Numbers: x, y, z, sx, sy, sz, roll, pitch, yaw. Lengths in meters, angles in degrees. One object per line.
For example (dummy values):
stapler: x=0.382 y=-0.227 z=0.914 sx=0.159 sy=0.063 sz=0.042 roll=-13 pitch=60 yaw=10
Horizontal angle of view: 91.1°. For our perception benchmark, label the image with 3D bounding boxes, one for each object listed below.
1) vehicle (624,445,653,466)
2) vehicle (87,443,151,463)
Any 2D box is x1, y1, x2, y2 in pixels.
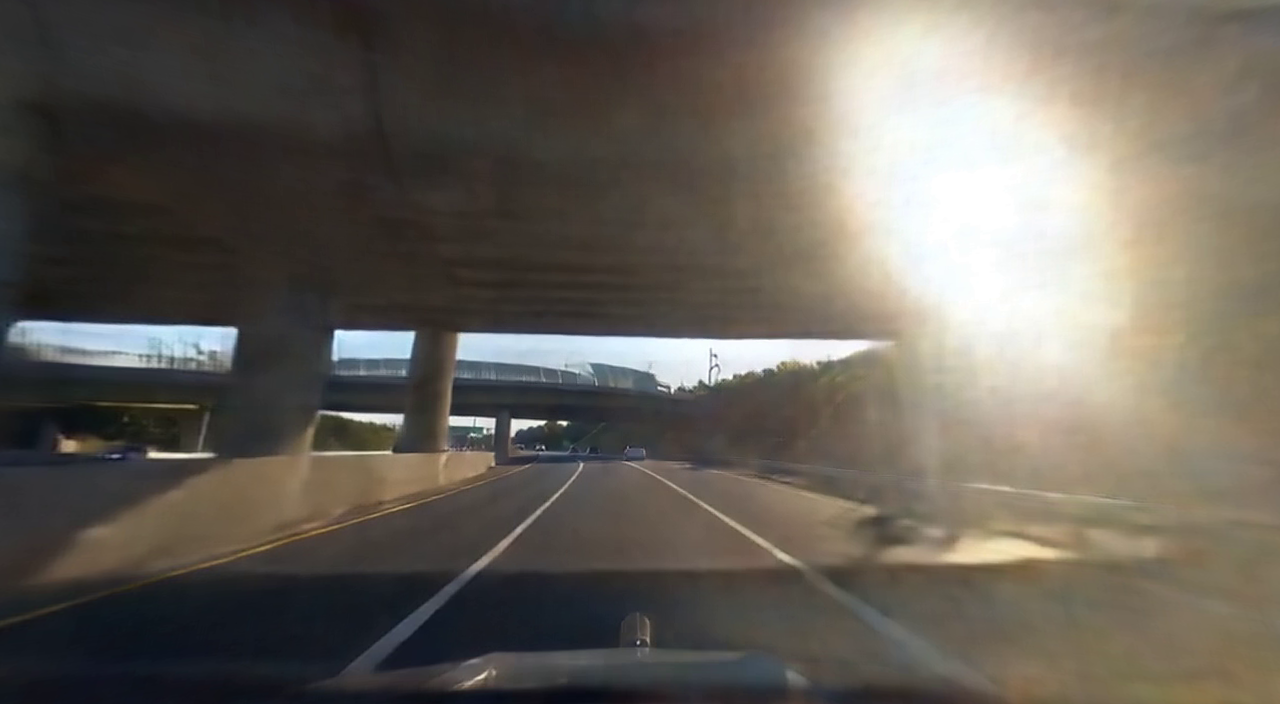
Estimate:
vehicle: x=-0.101 y=7.850 z=47.708 sx=2.140 sy=1.455 sz=4.135 roll=0 pitch=-9 yaw=0
vehicle: x=-40.776 y=7.902 z=49.343 sx=1.762 sy=1.433 sz=4.077 roll=0 pitch=-9 yaw=-5
